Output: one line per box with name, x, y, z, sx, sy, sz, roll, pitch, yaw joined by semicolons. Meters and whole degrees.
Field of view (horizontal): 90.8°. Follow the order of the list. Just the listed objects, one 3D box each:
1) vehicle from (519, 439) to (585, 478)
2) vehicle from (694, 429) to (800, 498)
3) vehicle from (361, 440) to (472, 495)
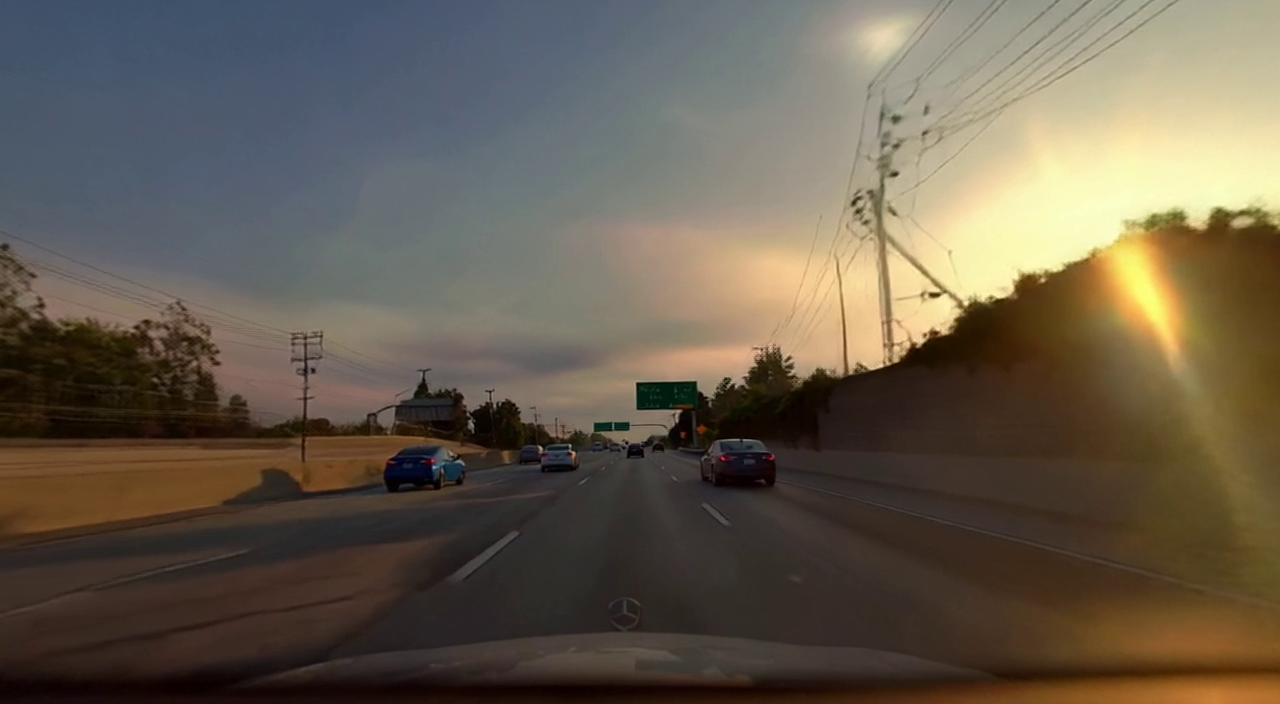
vehicle;-3.551;4.401;26.355;2.066;1.488;4.377;0;-8;1
vehicle;2.829;3.073;17.773;2.100;1.659;4.387;0;-8;-2
vehicle;-6.679;3.475;19.411;1.903;1.482;4.180;0;-8;-1
